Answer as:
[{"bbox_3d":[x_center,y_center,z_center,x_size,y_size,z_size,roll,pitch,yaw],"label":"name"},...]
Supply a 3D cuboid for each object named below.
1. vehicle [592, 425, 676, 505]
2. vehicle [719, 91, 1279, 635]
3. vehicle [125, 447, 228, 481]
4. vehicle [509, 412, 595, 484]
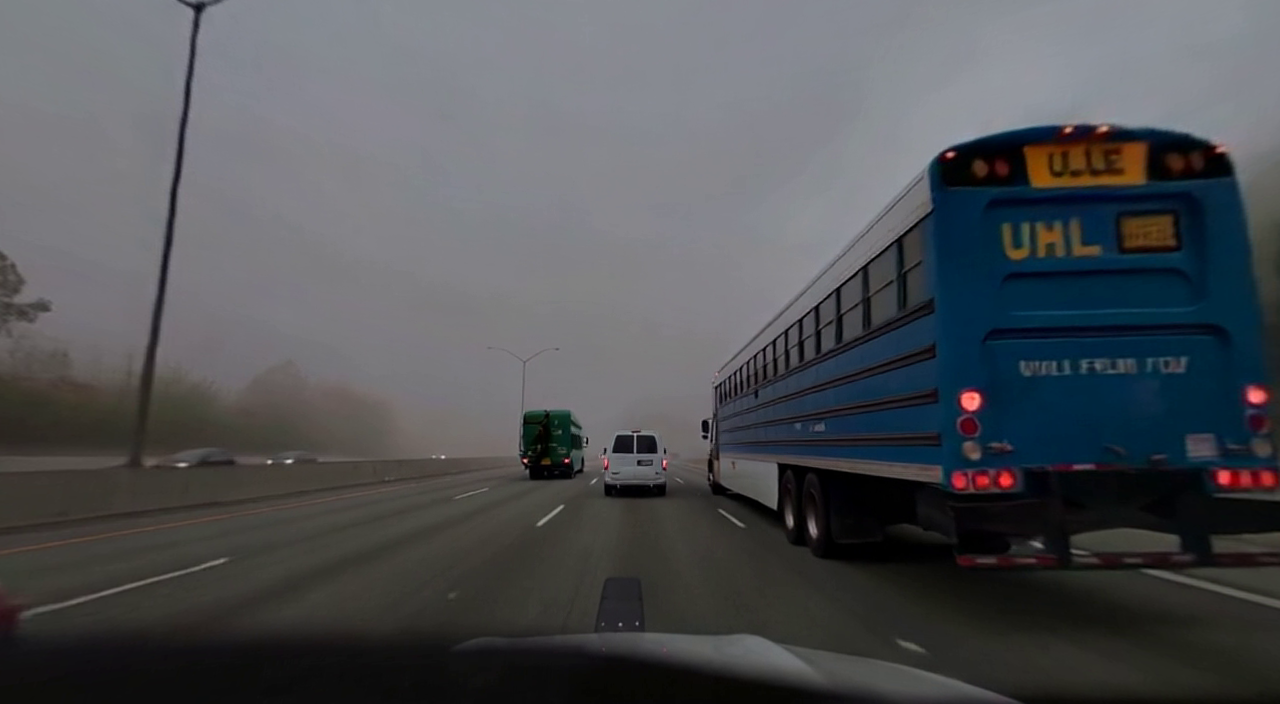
[{"bbox_3d":[-0.224,3.098,17.595,2.037,1.929,4.343,0,-9,-2],"label":"vehicle"},{"bbox_3d":[3.855,0.975,11.274,3.006,4.101,13.245,0,-9,-1],"label":"vehicle"},{"bbox_3d":[-24.869,5.990,34.122,1.997,1.686,4.767,0,-9,-1],"label":"vehicle"},{"bbox_3d":[-3.974,4.638,30.463,2.947,3.009,7.991,0,-9,0],"label":"vehicle"}]
